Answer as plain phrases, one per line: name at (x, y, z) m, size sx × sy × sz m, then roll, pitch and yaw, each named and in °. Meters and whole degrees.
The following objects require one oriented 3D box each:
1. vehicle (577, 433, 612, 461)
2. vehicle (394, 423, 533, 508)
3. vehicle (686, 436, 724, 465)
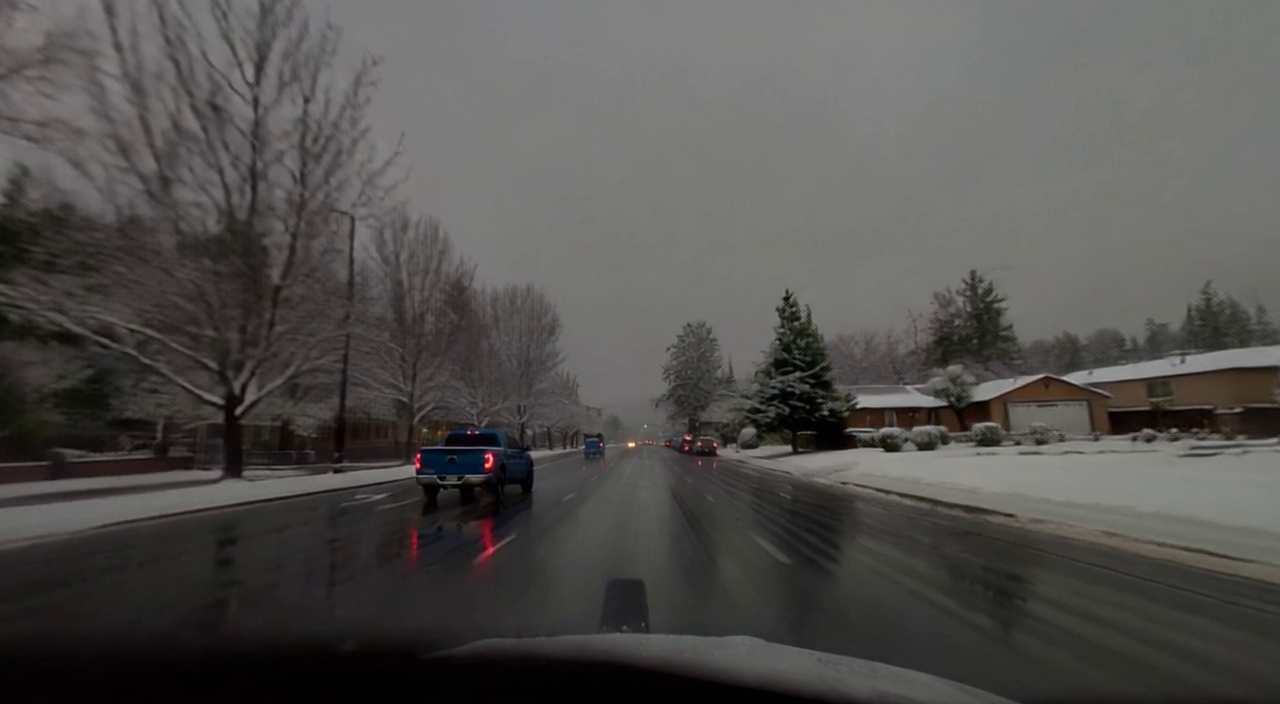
vehicle at (-3.428, 7.249, 48.214) m, size 2.230 × 1.987 × 4.385 m, roll 0°, pitch -8°, yaw 2°
vehicle at (-4.080, 2.713, 15.522) m, size 2.002 × 1.747 × 4.728 m, roll 0°, pitch -8°, yaw 0°
vehicle at (4.089, 6.237, 40.028) m, size 2.016 × 1.736 × 4.356 m, roll 0°, pitch -8°, yaw 1°
